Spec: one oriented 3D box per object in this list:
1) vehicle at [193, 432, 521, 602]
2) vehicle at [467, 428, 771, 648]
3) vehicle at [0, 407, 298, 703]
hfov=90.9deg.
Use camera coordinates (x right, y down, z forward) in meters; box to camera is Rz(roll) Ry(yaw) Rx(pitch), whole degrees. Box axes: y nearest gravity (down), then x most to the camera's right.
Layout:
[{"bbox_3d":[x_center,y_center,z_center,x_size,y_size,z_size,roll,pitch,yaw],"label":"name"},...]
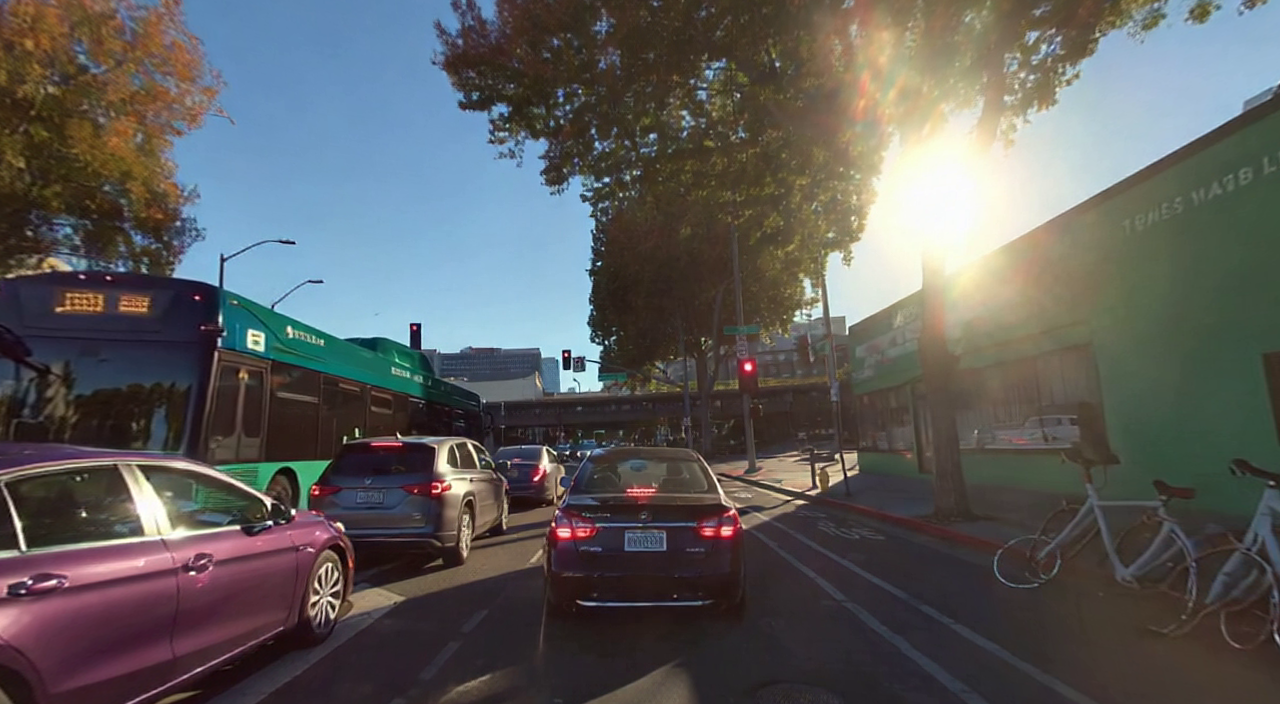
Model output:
[{"bbox_3d":[-2.924,1.784,7.827,1.944,1.481,4.385,0,-8,1],"label":"vehicle"},{"bbox_3d":[-0.134,1.527,6.175,2.031,1.461,3.763,0,-8,0],"label":"vehicle"},{"bbox_3d":[-3.170,0.873,1.713,1.867,1.486,4.452,0,-8,2],"label":"vehicle"}]
